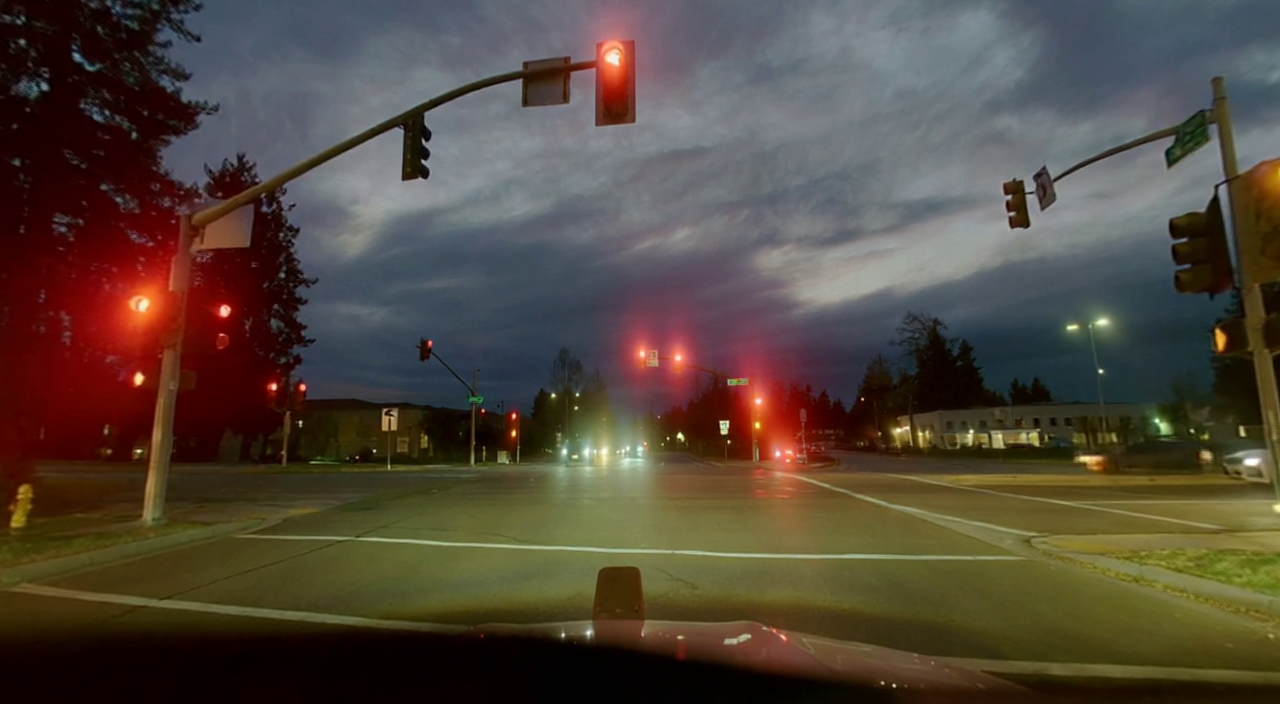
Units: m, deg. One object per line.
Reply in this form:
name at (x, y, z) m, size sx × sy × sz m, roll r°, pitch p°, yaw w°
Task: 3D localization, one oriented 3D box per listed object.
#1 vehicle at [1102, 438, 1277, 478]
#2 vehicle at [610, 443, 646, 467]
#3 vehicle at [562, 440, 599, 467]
vehicle at (20.997, 4.074, 24.401) m, size 4.628 × 1.414 × 1.897 m, roll -3°, pitch -9°, yaw 17°
vehicle at (-0.839, 6.835, 42.032) m, size 2.056 × 1.492 × 3.937 m, roll 1°, pitch -9°, yaw -6°
vehicle at (-4.088, 7.104, 44.289) m, size 2.251 × 1.756 × 4.610 m, roll 0°, pitch -9°, yaw -1°
